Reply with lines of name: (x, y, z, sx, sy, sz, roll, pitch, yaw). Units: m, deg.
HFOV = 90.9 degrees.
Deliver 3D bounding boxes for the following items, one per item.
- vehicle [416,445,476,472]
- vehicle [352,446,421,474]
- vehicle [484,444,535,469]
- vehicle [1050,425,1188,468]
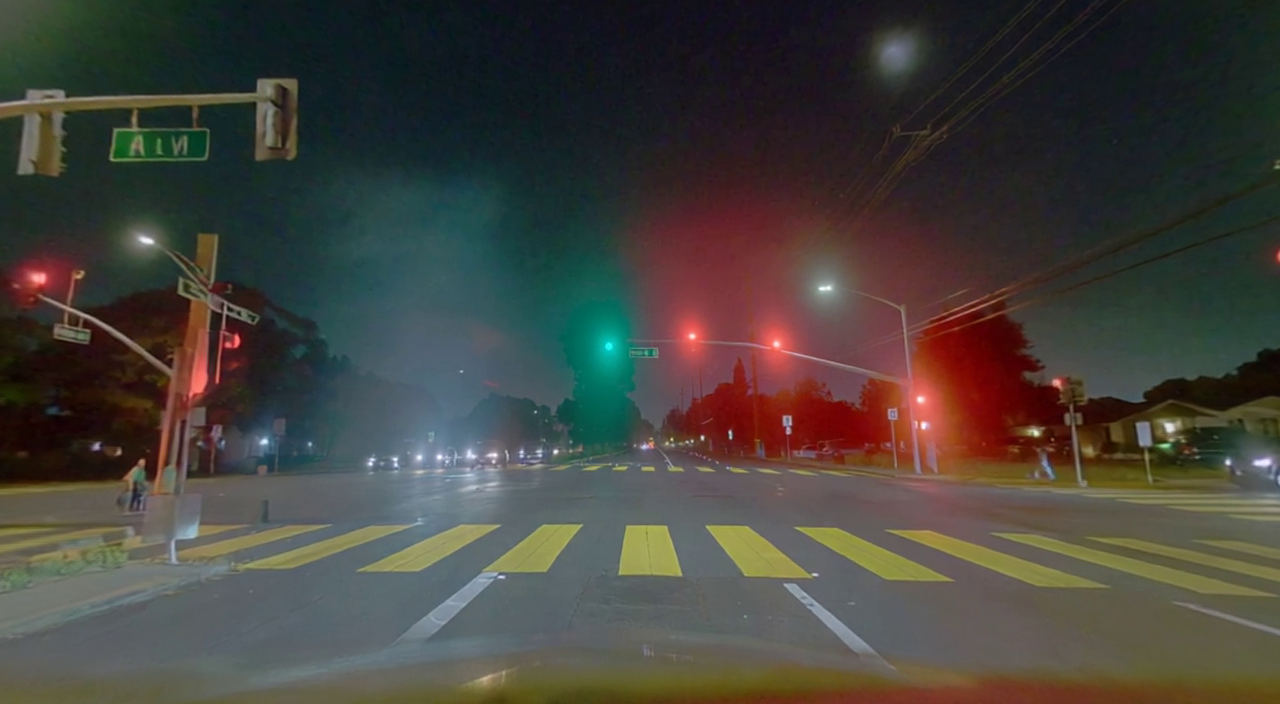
vehicle: (-10.955, 6.007, 35.852, 2.007, 1.451, 4.242, 0, -8, 1)
vehicle: (-14.620, 6.215, 36.645, 2.035, 1.470, 4.677, 0, -8, 0)
vehicle: (-7.652, 6.154, 37.317, 1.958, 1.415, 4.312, 0, -8, 1)
vehicle: (25.294, 5.026, 33.626, 2.177, 2.086, 5.514, 2, -9, -14)
